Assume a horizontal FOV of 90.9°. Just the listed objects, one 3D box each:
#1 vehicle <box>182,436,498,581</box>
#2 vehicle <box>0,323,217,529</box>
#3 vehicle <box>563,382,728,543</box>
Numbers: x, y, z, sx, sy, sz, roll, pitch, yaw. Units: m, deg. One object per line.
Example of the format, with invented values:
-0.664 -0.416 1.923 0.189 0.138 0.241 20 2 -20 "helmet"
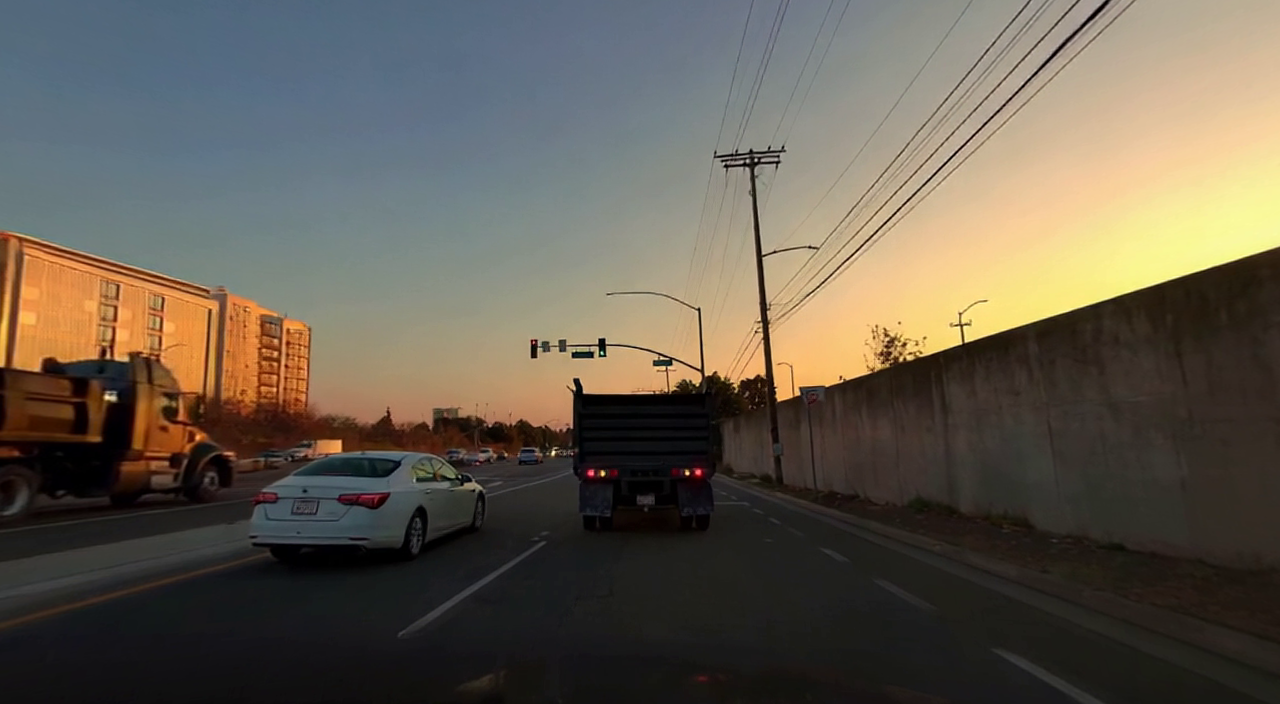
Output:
-3.683 2.002 9.072 2.019 1.480 4.966 -1 -8 1 "vehicle"
-13.518 1.602 13.201 3.016 3.847 8.707 -1 -9 1 "vehicle"
0.094 1.981 11.842 2.355 2.305 5.336 0 -8 1 "vehicle"
